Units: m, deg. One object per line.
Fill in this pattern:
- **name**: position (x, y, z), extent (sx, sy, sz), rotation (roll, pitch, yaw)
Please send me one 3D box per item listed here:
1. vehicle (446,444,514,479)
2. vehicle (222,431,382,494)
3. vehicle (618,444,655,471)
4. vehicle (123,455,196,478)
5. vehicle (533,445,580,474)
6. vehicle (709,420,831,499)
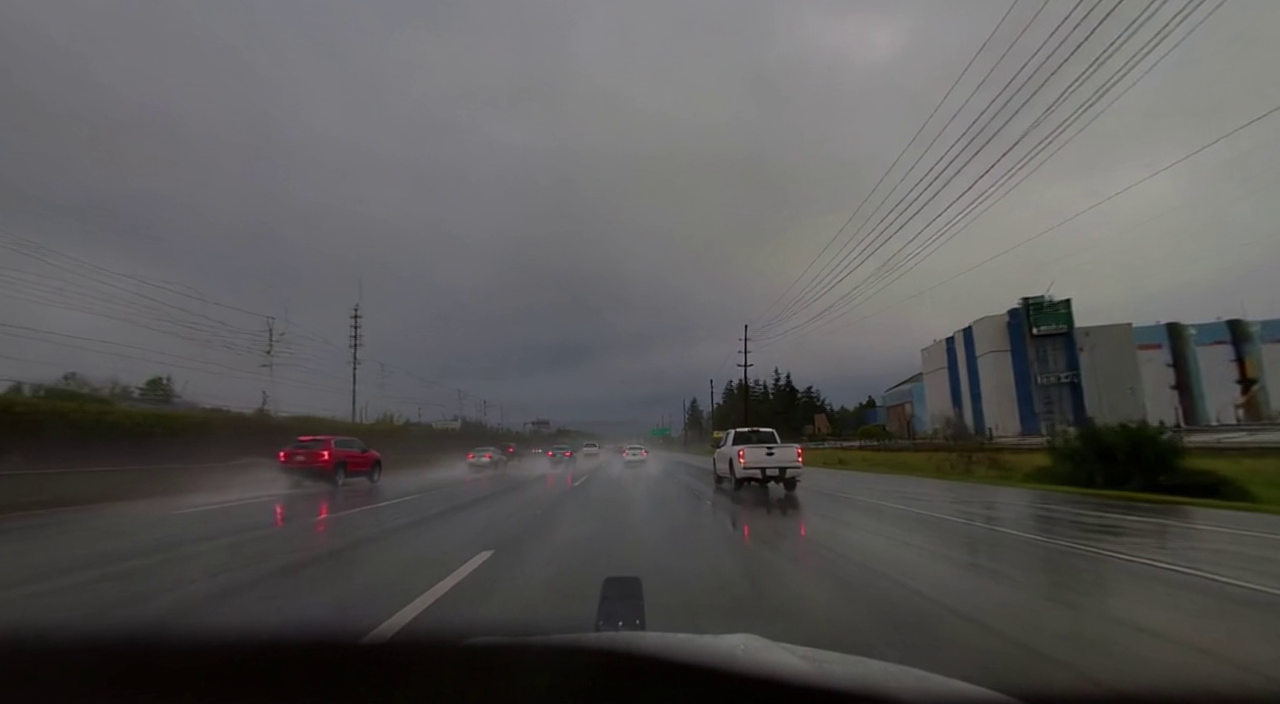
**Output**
- **vehicle**: position (-7.417, 5.086, 29.788), extent (1.959, 1.496, 4.740), rotation (0, -8, 0)
- **vehicle**: position (-11.394, 3.784, 22.037), extent (2.317, 1.881, 5.903), rotation (0, -8, 0)
- **vehicle**: position (-0.232, 6.193, 37.400), extent (2.030, 1.471, 4.115), rotation (0, -8, -1)
- **vehicle**: position (-34.361, 8.186, 45.344), extent (1.809, 1.480, 4.444), rotation (0, -9, 0)
- **vehicle**: position (-4.416, 5.749, 33.991), extent (1.938, 1.444, 4.206), rotation (0, -8, 0)
- **vehicle**: position (3.468, 3.008, 18.055), extent (2.231, 1.919, 5.086), rotation (0, -8, -2)
